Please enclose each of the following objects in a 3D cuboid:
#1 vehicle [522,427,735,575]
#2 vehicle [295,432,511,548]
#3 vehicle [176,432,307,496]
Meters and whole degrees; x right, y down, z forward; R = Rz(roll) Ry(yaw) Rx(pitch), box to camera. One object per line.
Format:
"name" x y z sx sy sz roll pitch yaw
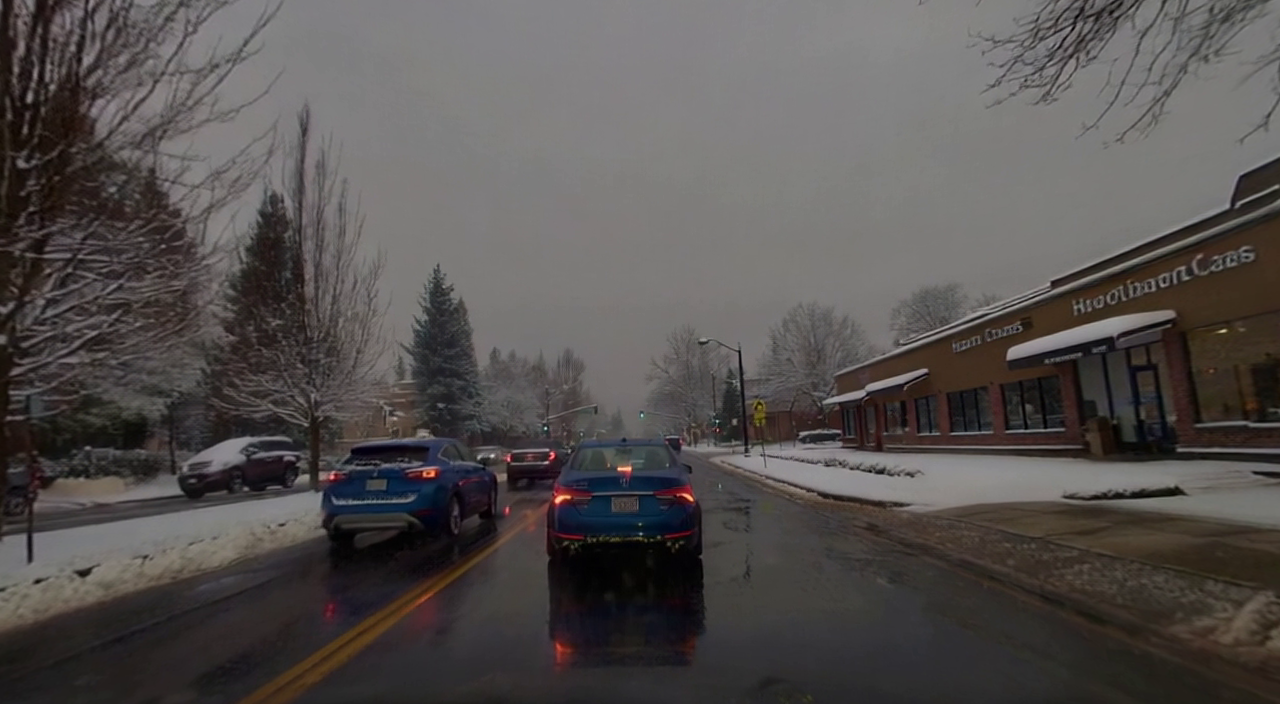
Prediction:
"vehicle" -0.110 1.824 8.499 2.160 1.482 4.037 0 -9 0
"vehicle" -3.463 2.087 10.174 1.905 1.473 4.016 0 -9 0
"vehicle" -19.156 5.371 30.806 2.286 2.777 5.926 -1 -9 2
